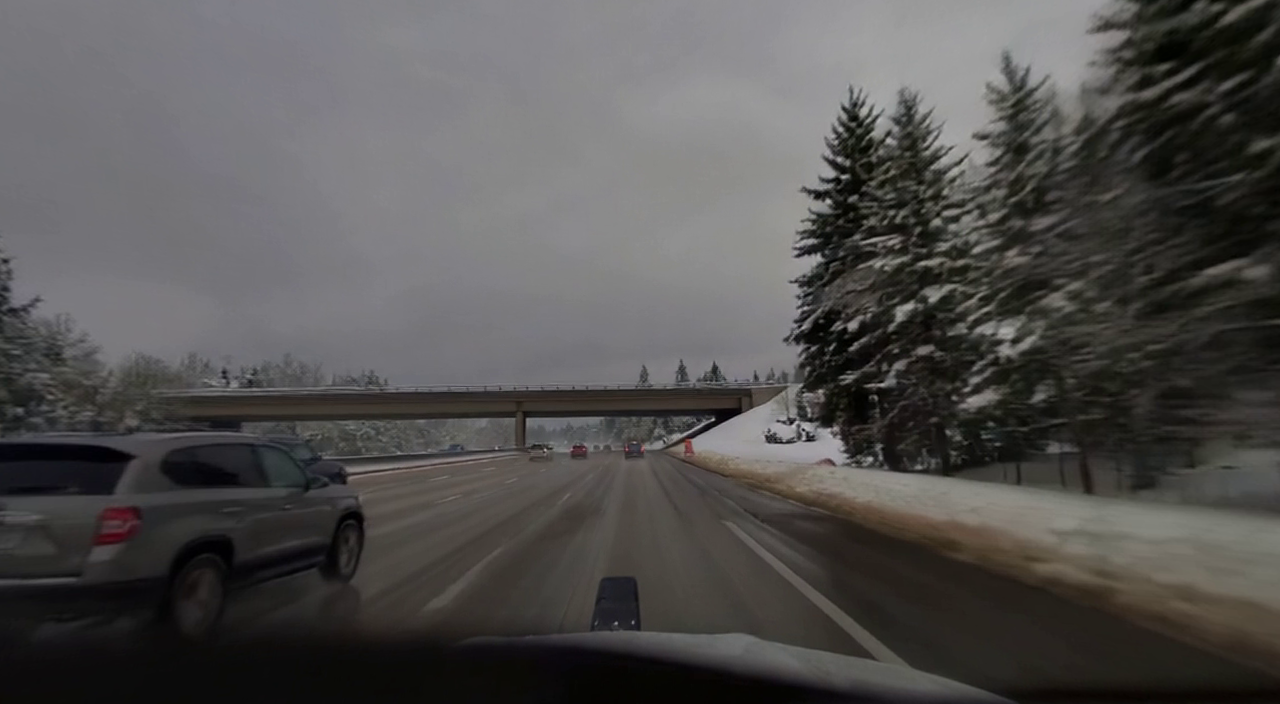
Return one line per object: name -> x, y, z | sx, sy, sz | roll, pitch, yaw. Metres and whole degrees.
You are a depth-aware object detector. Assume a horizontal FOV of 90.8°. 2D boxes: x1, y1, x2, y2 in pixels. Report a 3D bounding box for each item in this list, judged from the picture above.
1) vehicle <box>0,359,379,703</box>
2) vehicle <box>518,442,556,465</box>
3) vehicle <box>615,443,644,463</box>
vehicle -> -3.554, 1.094, 4.008 | 2.024, 1.655, 4.192 | 0, -9, -1
vehicle -> -7.721, 7.654, 47.664 | 2.128, 1.604, 4.279 | 0, -9, 0
vehicle -> -0.776, 7.496, 46.973 | 2.051, 1.459, 4.092 | 0, -9, -1
